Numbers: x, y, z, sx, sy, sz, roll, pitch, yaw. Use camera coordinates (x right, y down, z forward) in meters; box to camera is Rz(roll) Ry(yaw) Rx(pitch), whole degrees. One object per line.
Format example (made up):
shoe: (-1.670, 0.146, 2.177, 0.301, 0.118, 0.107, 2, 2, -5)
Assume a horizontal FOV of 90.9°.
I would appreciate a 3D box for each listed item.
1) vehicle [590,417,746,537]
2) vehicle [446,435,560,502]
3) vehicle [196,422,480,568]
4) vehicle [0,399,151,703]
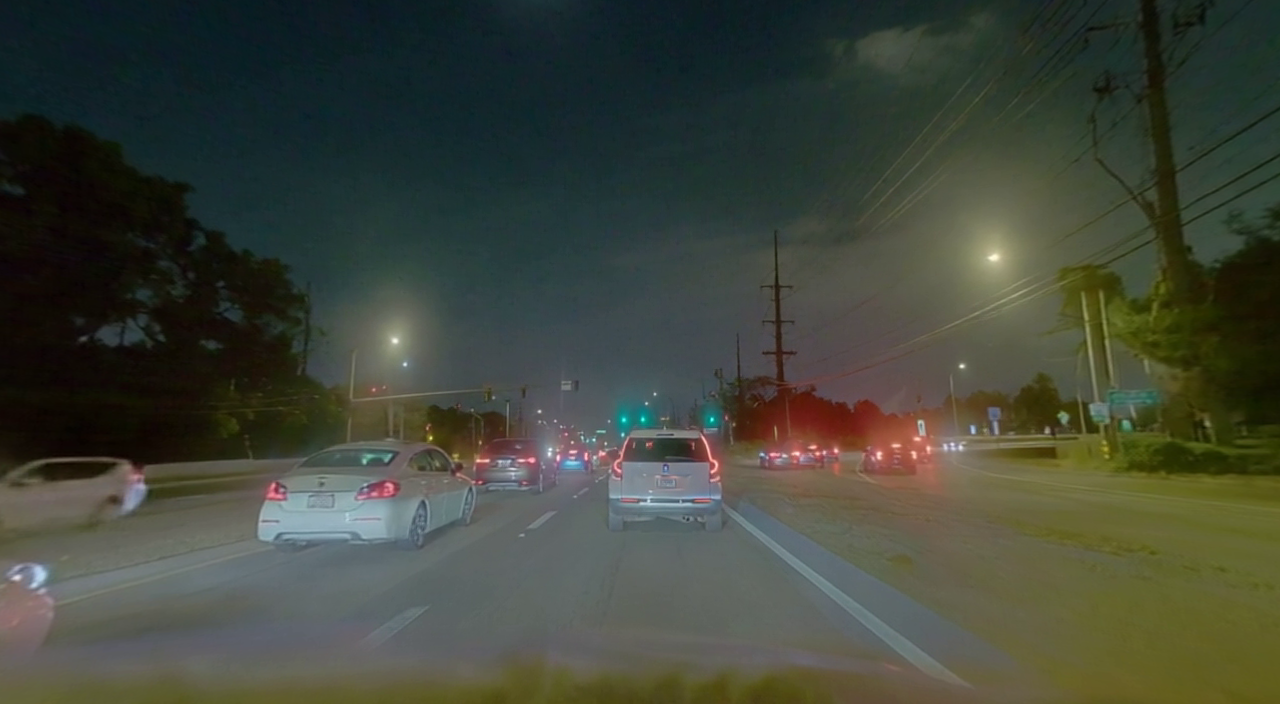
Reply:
vehicle: (0.436, 2.077, 11.001, 2.205, 1.691, 3.937, 0, -9, 1)
vehicle: (-3.615, 3.165, 17.554, 2.018, 1.621, 4.441, -1, -9, 2)
vehicle: (-3.807, 1.862, 8.926, 1.999, 1.563, 4.007, 0, -9, 0)
vehicle: (-3.764, 0.707, 1.029, 2.051, 1.488, 4.806, 0, -9, 0)
